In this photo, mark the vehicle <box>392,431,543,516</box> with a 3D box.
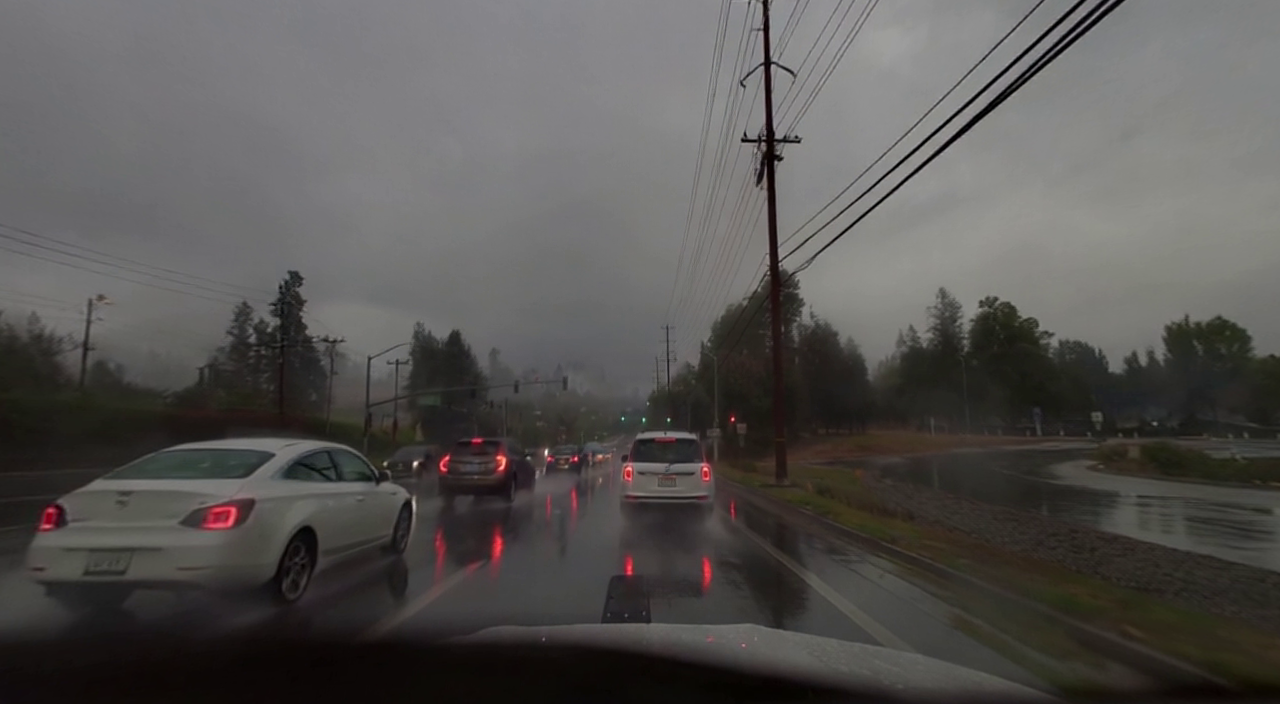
[{"bbox_3d":[-3.683,2.678,14.403,2.018,1.621,4.441,-1,-9,2],"label":"vehicle"}]

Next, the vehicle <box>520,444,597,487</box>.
[{"bbox_3d":[-2.935,4.190,23.654,2.105,1.436,4.311,-1,-9,3],"label":"vehicle"}]

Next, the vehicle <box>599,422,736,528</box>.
[{"bbox_3d":[0.507,2.295,12.230,2.205,1.691,3.937,0,-9,2],"label":"vehicle"}]

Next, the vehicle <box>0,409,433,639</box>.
[{"bbox_3d":[-3.822,1.486,6.413,1.999,1.563,4.007,0,-9,1],"label":"vehicle"}]
